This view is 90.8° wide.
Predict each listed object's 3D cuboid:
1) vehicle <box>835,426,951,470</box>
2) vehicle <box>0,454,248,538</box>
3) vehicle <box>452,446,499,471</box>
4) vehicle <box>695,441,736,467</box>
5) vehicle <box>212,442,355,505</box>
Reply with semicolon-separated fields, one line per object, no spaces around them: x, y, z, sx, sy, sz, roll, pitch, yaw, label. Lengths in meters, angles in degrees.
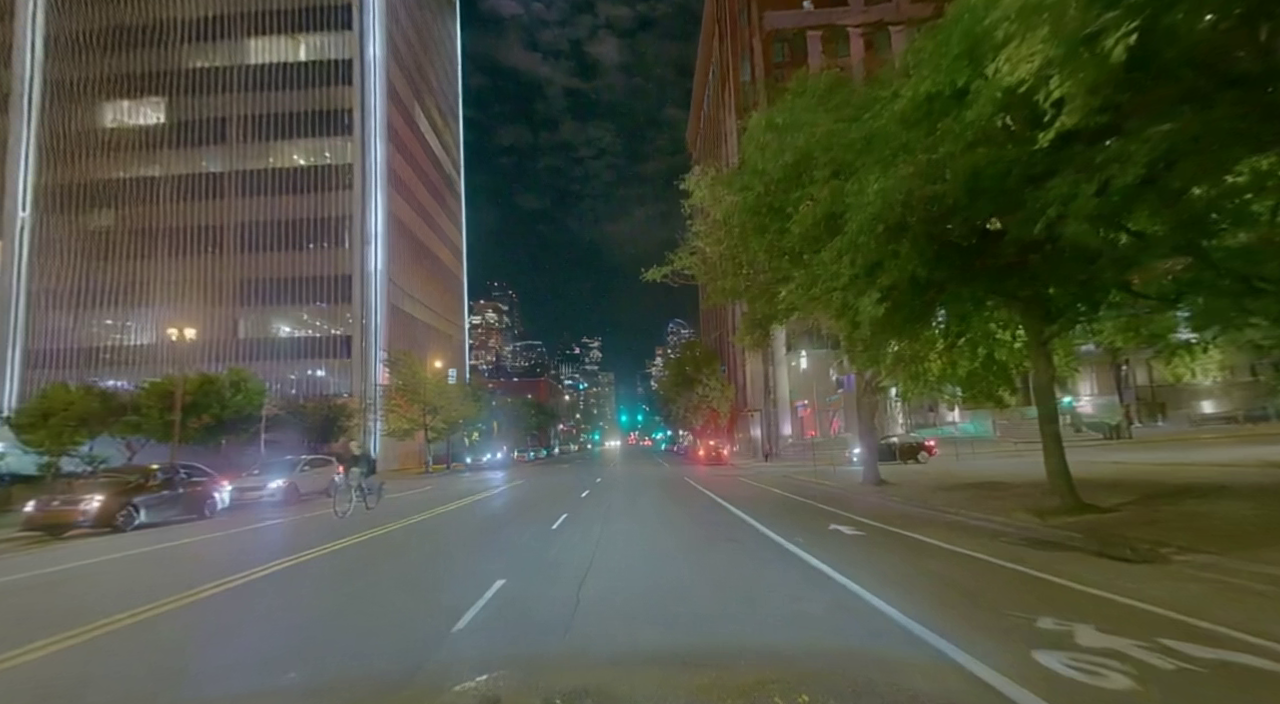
11.495;4.418;28.969;4.380;1.608;1.942;-4;-9;-1;vehicle
-10.876;2.996;13.789;1.868;1.456;4.418;0;-8;-1;vehicle
-11.196;7.277;43.439;1.992;1.629;4.773;0;-8;-1;vehicle
4.752;6.500;40.438;1.929;1.522;4.543;0;-9;-1;vehicle
-10.937;3.785;19.821;1.977;1.697;4.285;-2;-10;0;vehicle
